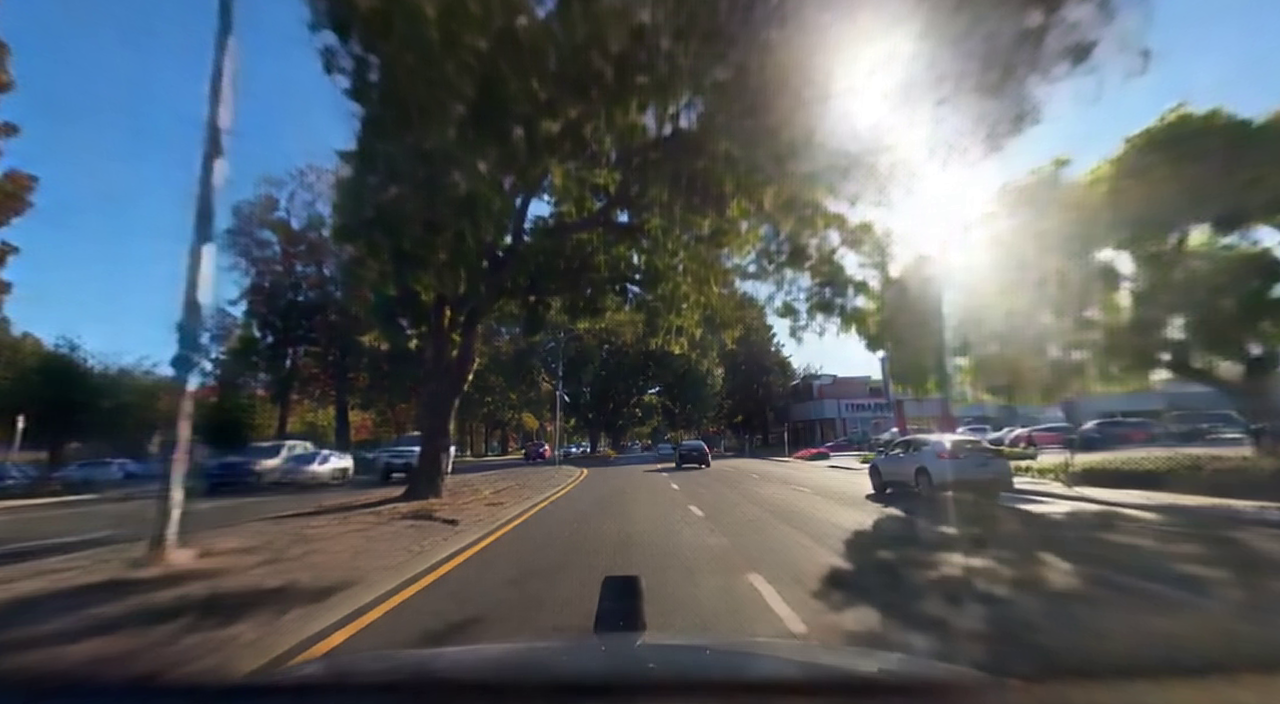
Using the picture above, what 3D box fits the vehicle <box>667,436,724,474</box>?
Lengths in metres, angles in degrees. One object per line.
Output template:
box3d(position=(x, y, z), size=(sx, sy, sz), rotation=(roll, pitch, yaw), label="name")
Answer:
box3d(position=(2.525, 4.832, 29.720), size=(2.161, 1.676, 4.151), rotation=(0, -9, -2), label="vehicle")

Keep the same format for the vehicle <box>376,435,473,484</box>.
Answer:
box3d(position=(-9.187, 4.635, 27.491), size=(2.234, 1.922, 5.699), rotation=(0, -9, 0), label="vehicle")

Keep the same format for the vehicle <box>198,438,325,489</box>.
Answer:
box3d(position=(-17.056, 5.046, 28.853), size=(2.312, 2.062, 5.741), rotation=(0, -9, -1), label="vehicle")

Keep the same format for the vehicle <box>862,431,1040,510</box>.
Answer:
box3d(position=(6.836, 2.643, 14.449), size=(1.886, 1.528, 4.169), rotation=(0, -9, -1), label="vehicle")

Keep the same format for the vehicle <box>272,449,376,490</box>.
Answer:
box3d(position=(-12.676, 4.699, 25.626), size=(1.951, 1.475, 4.480), rotation=(0, -9, -1), label="vehicle")

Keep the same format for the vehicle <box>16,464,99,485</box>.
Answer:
box3d(position=(-43.802, 9.216, 47.367), size=(4.341, 1.477, 1.822), rotation=(0, -9, 0), label="vehicle")

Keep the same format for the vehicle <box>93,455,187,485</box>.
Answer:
box3d(position=(-34.729, 8.200, 43.816), size=(4.738, 1.700, 1.806), rotation=(-2, -8, -10), label="vehicle")
